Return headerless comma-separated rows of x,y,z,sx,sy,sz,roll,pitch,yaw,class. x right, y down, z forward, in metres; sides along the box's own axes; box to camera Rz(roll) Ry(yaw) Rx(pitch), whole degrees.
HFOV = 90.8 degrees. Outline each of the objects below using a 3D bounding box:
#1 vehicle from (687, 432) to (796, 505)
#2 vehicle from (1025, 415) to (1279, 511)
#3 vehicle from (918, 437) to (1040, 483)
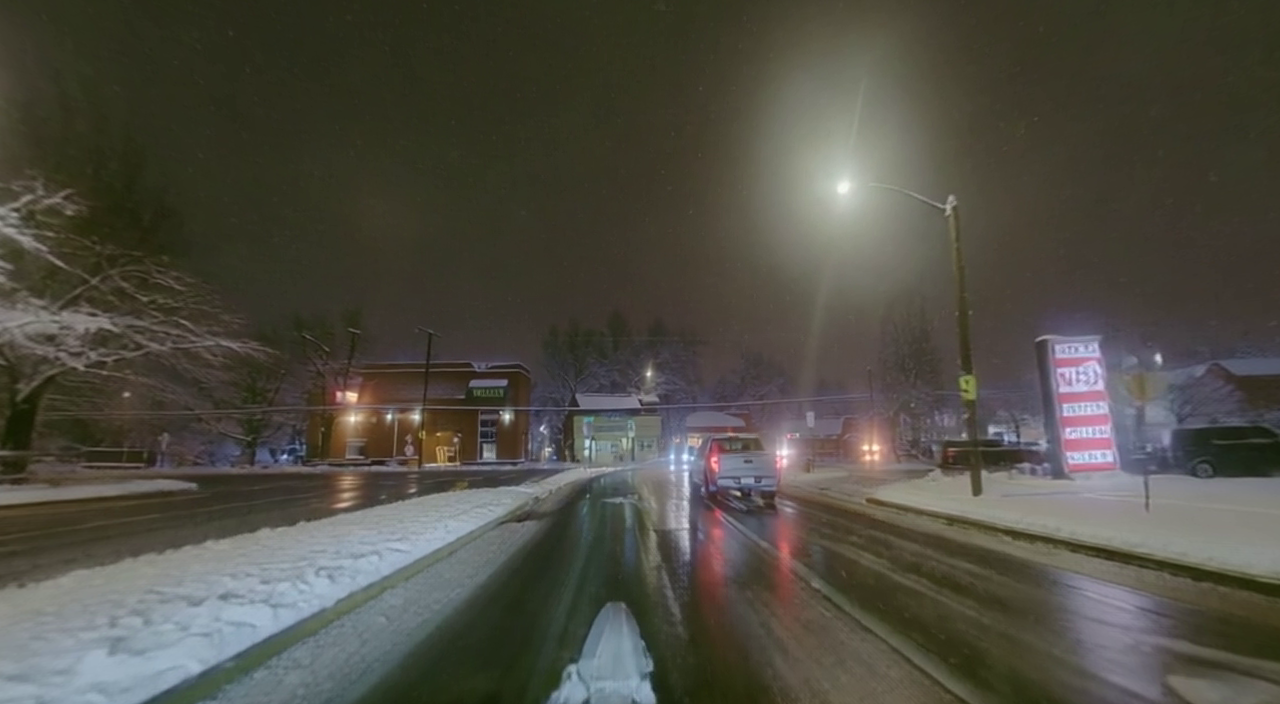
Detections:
2.935,3.541,19.775,2.402,1.922,5.677,0,-8,-1,vehicle
15.649,3.249,18.015,7.551,2.142,2.896,4,-10,-2,vehicle
16.816,5.359,31.590,4.765,1.678,2.228,-5,-3,6,vehicle
